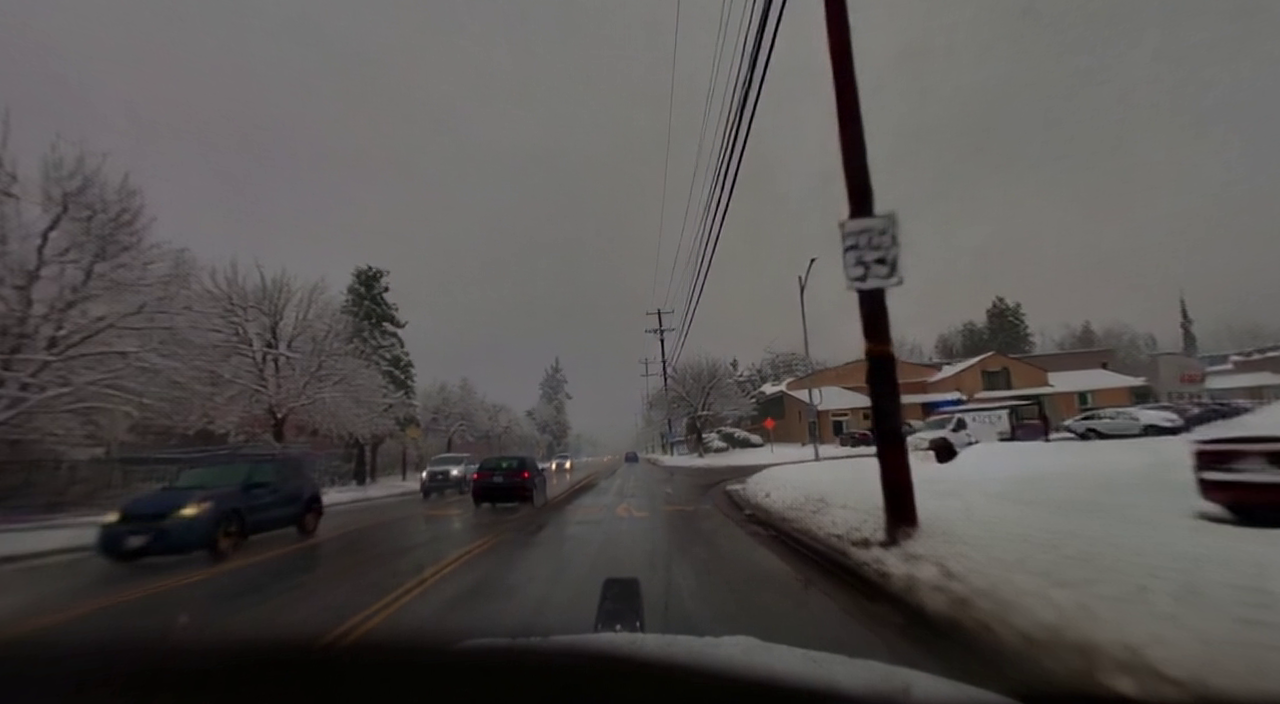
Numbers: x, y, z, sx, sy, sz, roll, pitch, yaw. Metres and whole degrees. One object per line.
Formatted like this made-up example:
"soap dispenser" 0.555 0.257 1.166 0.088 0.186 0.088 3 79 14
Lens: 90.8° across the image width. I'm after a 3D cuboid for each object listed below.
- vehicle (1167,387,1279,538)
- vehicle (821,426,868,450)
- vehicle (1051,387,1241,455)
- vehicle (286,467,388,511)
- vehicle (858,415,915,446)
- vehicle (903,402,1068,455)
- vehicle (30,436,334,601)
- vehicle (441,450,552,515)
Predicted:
"vehicle" 7.909 1.197 7.043 4.000 1.440 1.746 5 -10 -30
"vehicle" 14.405 6.108 44.646 1.835 1.549 4.178 0 -9 -1
"vehicle" 19.758 2.805 25.023 4.982 2.516 2.697 -2 -9 11
"vehicle" -12.279 5.553 25.965 1.935 1.463 4.449 0 -9 1
"vehicle" 17.436 5.631 44.933 2.014 2.048 4.717 0 -9 -1
"vehicle" 13.927 3.161 25.799 5.266 2.021 2.329 -1 -9 4
"vehicle" -6.853 2.399 10.151 1.855 1.721 4.329 -9 -7 -6
"vehicle" -3.602 3.342 16.724 1.943 1.455 4.414 0 -9 -1
